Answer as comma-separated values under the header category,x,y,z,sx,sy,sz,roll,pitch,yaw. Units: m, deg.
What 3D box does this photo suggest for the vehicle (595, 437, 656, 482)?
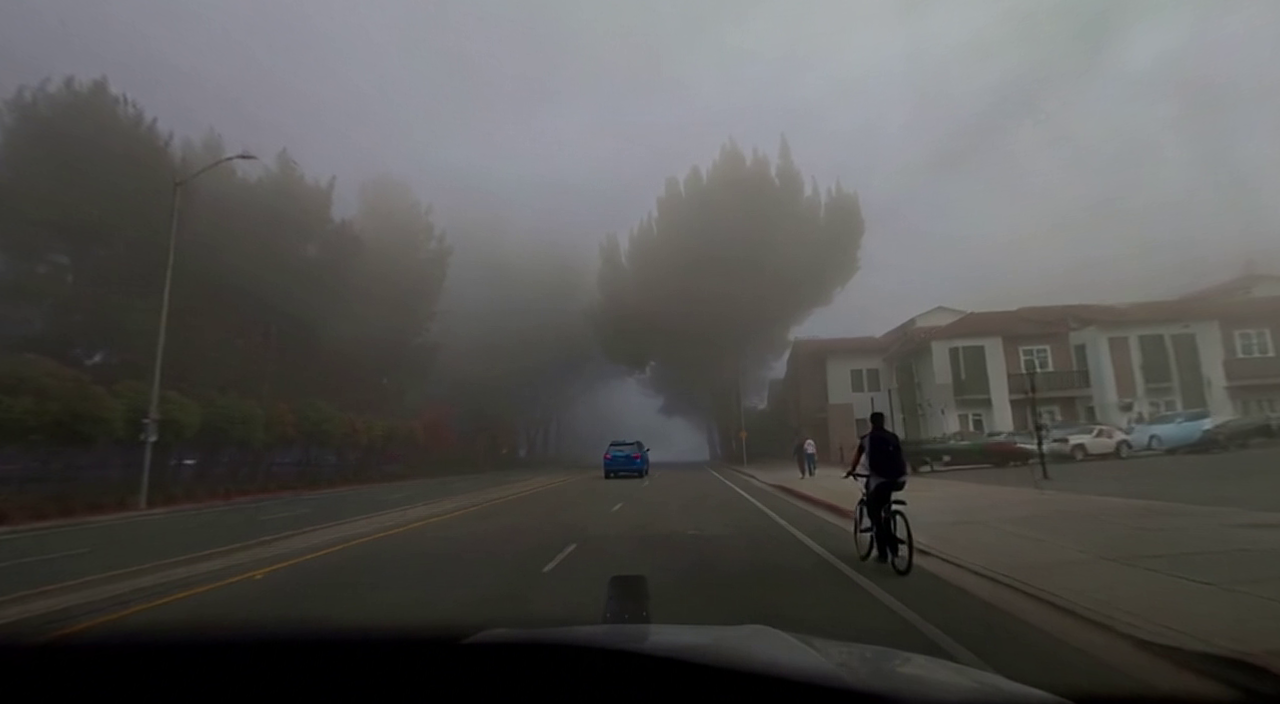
category,x,y,z,sx,sy,sz,roll,pitch,yaw
vehicle,-0.552,4.891,28.874,2.294,1.859,5.127,-1,-9,5
